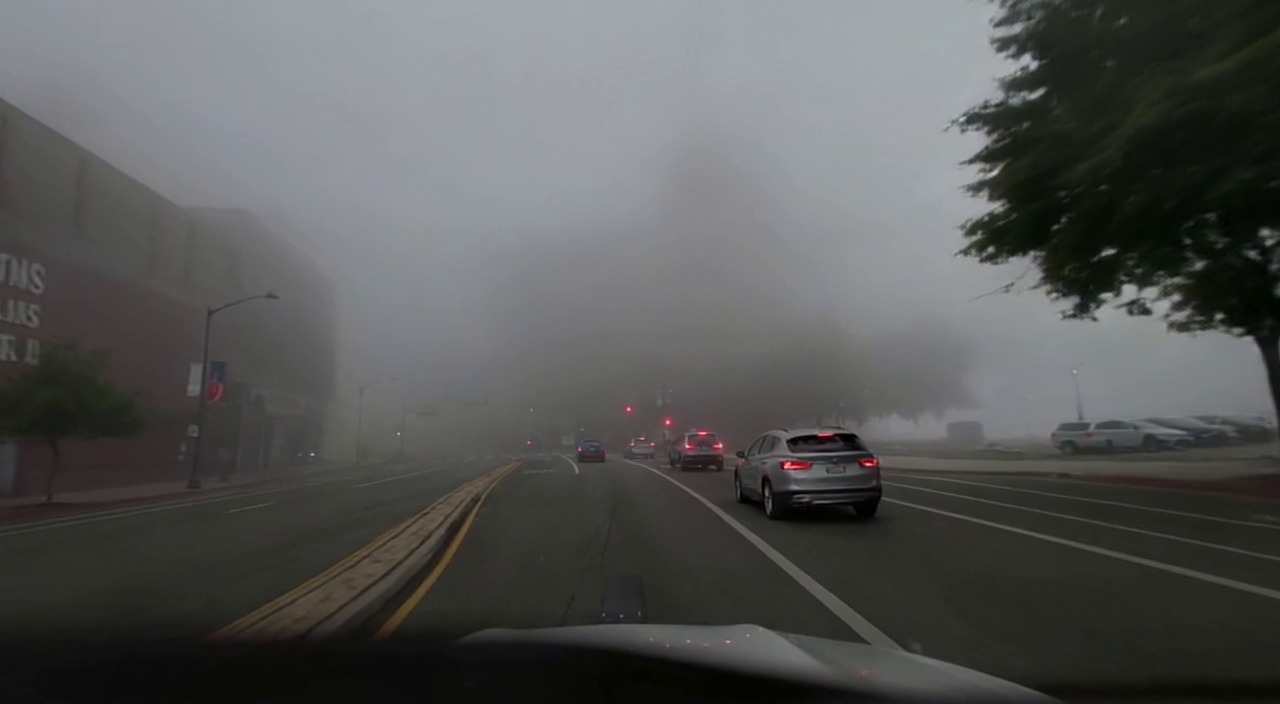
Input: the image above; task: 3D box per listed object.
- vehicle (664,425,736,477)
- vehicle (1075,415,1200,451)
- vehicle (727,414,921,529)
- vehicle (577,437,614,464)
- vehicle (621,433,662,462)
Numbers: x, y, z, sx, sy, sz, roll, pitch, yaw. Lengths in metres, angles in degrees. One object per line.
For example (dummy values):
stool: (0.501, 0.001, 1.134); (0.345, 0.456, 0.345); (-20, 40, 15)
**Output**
vehicle: (2.228, 3.846, 24.761); (2.046, 1.768, 4.370); (-1, -8, -5)
vehicle: (28.005, 4.605, 35.702); (5.103, 1.947, 2.207); (0, -8, 0)
vehicle: (2.942, 1.993, 11.160); (1.966, 1.596, 3.980); (-1, -8, -4)
vehicle: (-2.758, 6.003, 38.674); (2.068, 1.512, 3.987); (1, -9, -7)
vehicle: (0.037, 6.500, 43.335); (2.216, 1.750, 4.520); (-1, -7, -8)
